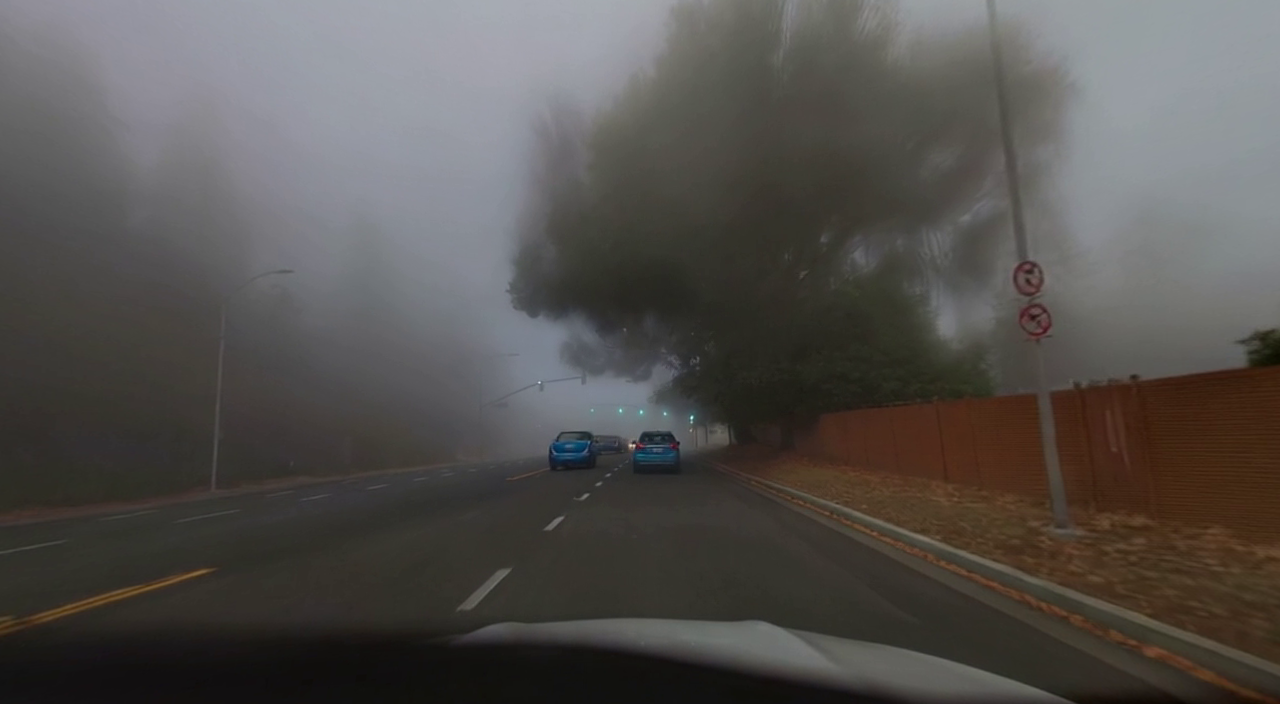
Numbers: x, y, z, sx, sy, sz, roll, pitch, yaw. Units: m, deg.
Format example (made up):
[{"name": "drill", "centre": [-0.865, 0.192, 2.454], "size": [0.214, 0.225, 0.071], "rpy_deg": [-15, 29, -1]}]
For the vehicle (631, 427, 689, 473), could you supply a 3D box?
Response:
[{"name": "vehicle", "centre": [0.766, 3.867, 25.030], "size": [2.127, 1.665, 3.993], "rpy_deg": [0, -8, 1]}]

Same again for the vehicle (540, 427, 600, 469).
[{"name": "vehicle", "centre": [-3.054, 4.341, 28.541], "size": [2.190, 1.766, 4.394], "rpy_deg": [0, -8, 1]}]
